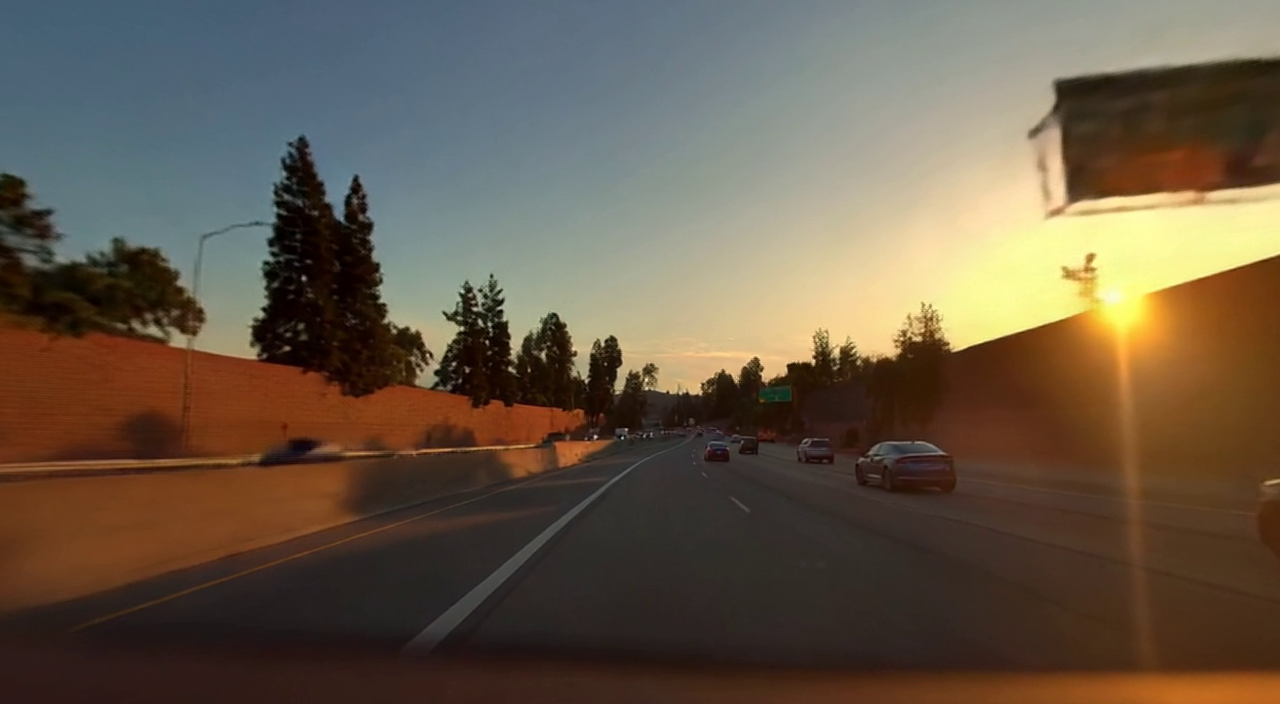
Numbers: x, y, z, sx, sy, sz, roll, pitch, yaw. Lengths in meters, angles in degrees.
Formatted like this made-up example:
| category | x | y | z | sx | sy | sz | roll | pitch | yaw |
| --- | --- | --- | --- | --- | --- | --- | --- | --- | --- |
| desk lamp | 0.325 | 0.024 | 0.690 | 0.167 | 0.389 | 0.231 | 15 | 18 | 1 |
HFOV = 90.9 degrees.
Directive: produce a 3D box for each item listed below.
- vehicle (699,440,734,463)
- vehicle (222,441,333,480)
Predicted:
| category | x | y | z | sx | sy | sz | roll | pitch | yaw |
| --- | --- | --- | --- | --- | --- | --- | --- | --- | --- |
| vehicle | 5.119 | 6.720 | 42.609 | 1.926 | 1.477 | 4.080 | 0 | -8 | 2 |
| vehicle | -15.398 | 4.628 | 27.149 | 1.914 | 1.506 | 4.614 | -1 | -8 | 2 |
